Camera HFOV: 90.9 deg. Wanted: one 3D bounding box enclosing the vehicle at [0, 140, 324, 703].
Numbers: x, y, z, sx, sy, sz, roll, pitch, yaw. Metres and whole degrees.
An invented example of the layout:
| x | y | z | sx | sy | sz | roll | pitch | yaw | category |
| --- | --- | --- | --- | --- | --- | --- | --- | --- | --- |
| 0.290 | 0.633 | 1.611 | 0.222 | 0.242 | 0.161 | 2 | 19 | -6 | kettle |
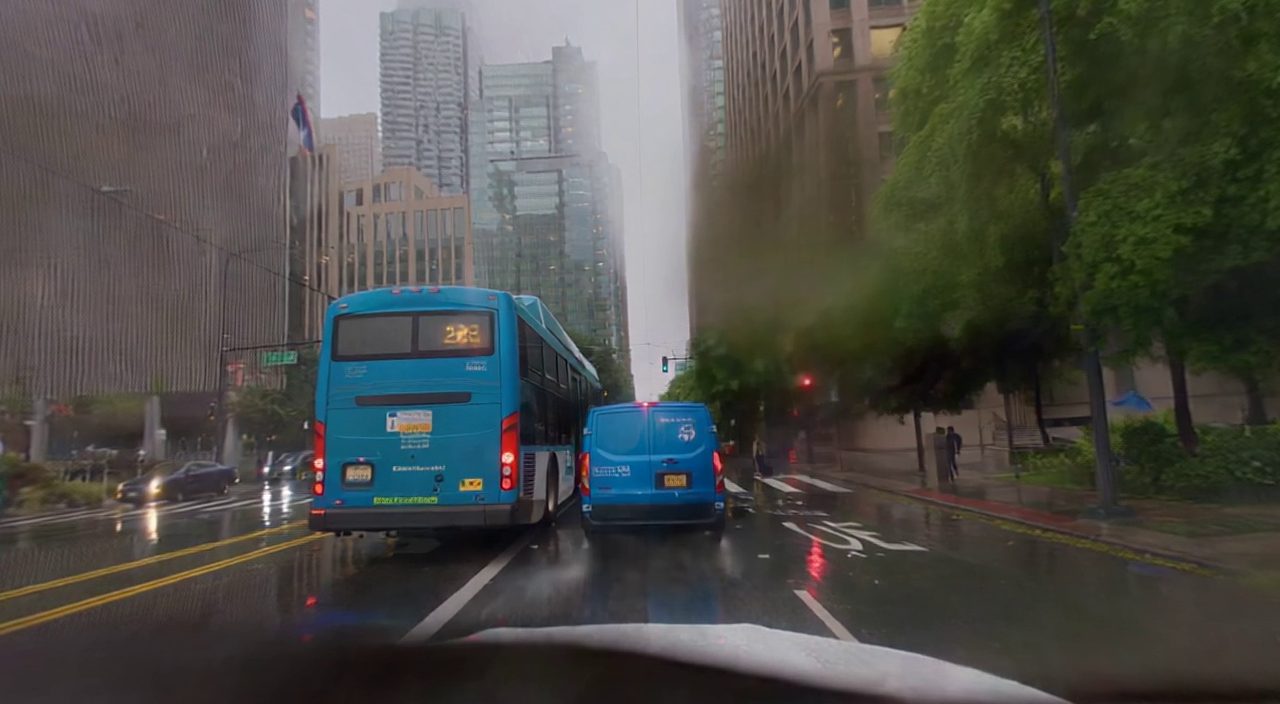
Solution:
| x | y | z | sx | sy | sz | roll | pitch | yaw | category |
| --- | --- | --- | --- | --- | --- | --- | --- | --- | --- |
| -2.758 | 0.329 | 0.217 | 2.329 | 2.089 | 5.659 | 0 | -9 | 0 | vehicle |

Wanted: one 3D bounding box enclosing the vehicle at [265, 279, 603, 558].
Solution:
| x | y | z | sx | sy | sz | roll | pitch | yaw | category |
| --- | --- | --- | --- | --- | --- | --- | --- | --- | --- |
| -2.907 | 1.798 | 14.586 | 3.042 | 3.445 | 13.615 | 0 | -9 | 1 | vehicle |

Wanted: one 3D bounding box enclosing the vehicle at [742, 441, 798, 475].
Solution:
| x | y | z | sx | sy | sz | roll | pitch | yaw | category |
| --- | --- | --- | --- | --- | --- | --- | --- | --- | --- |
| 6.197 | 5.088 | 30.448 | 1.919 | 1.529 | 4.059 | 0 | -9 | 1 | vehicle |

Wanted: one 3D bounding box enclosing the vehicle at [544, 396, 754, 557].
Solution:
| x | y | z | sx | sy | sz | roll | pitch | yaw | category |
| --- | --- | --- | --- | --- | --- | --- | --- | --- | --- |
| 0.130 | 1.815 | 9.767 | 2.500 | 1.912 | 4.270 | 0 | -9 | 1 | vehicle |
